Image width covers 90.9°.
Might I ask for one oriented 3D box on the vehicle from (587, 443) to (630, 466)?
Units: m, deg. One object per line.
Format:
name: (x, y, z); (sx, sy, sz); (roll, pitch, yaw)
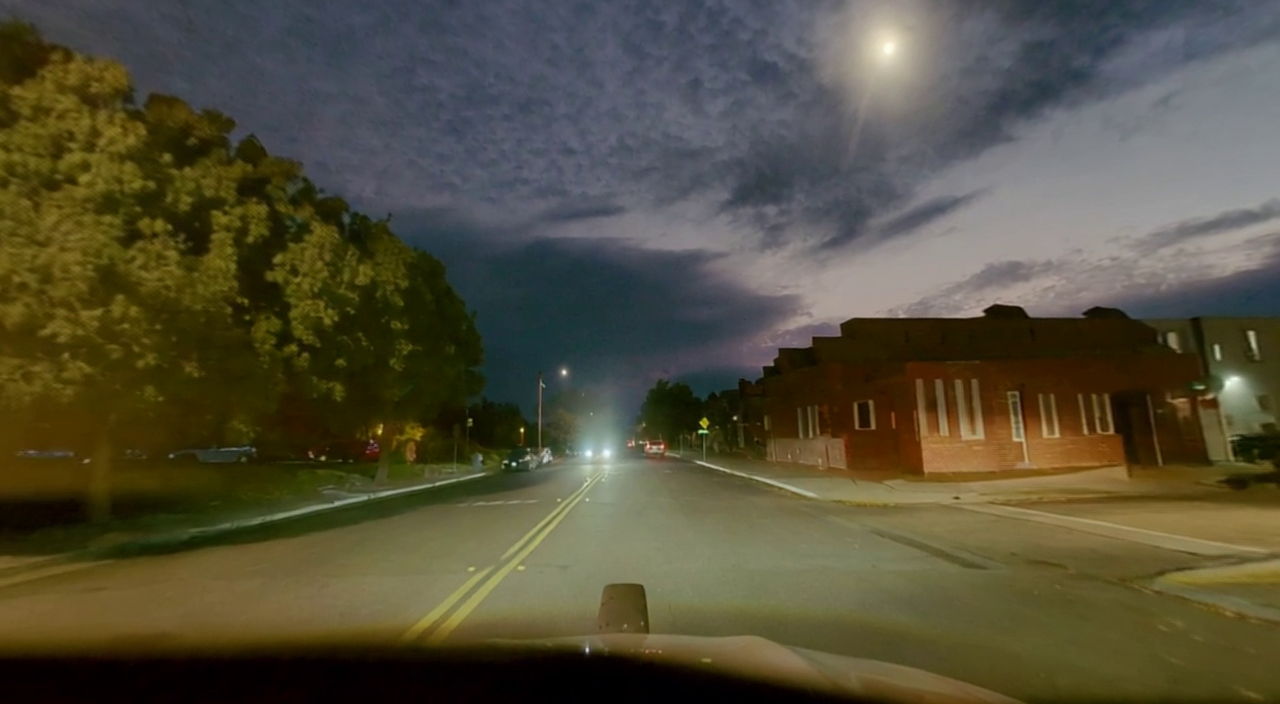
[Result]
vehicle: (-2.507, 7.895, 48.829); (2.154, 1.641, 4.254); (3, -9, -20)

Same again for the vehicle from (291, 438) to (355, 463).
vehicle: (-21.437, 6.691, 42.809); (1.906, 1.596, 4.599); (0, -8, 1)

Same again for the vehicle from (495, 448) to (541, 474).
vehicle: (-7.310, 6.553, 38.129); (1.930, 1.463, 4.195); (0, -8, 0)
